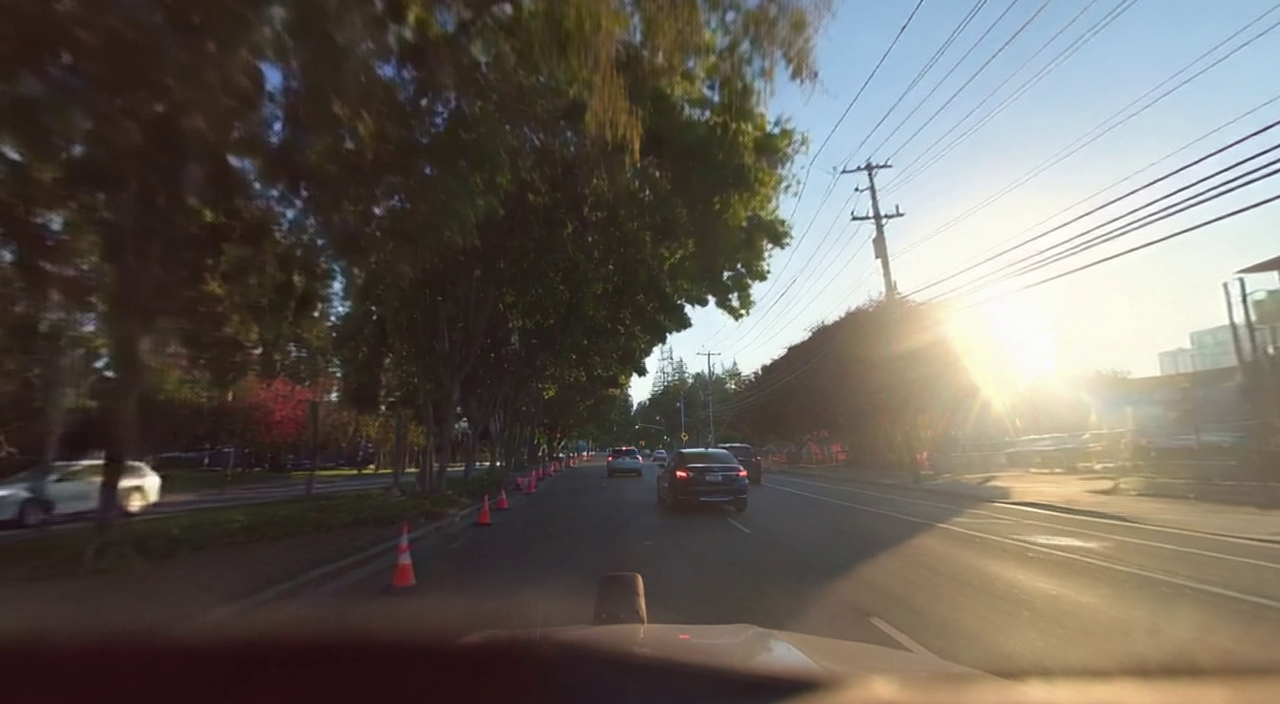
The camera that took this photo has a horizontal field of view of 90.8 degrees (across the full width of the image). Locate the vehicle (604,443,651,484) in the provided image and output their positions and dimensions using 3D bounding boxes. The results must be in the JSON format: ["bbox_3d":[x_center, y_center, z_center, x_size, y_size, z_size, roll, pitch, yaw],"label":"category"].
[{"bbox_3d":[-0.531,5.164,29.533,2.050,1.745,3.915,-1,-9,0],"label":"vehicle"}]

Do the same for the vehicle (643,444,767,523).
[{"bbox_3d":[1.259,2.860,14.383,1.977,1.460,4.565,0,-9,-5],"label":"vehicle"}]

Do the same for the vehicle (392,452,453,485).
[{"bbox_3d":[-12.670,6.794,37.091,1.971,1.712,4.400,-1,-9,0],"label":"vehicle"}]

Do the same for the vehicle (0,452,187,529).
[{"bbox_3d":[-16.443,3.947,18.731,2.016,1.862,5.328,-1,-9,0],"label":"vehicle"}]
